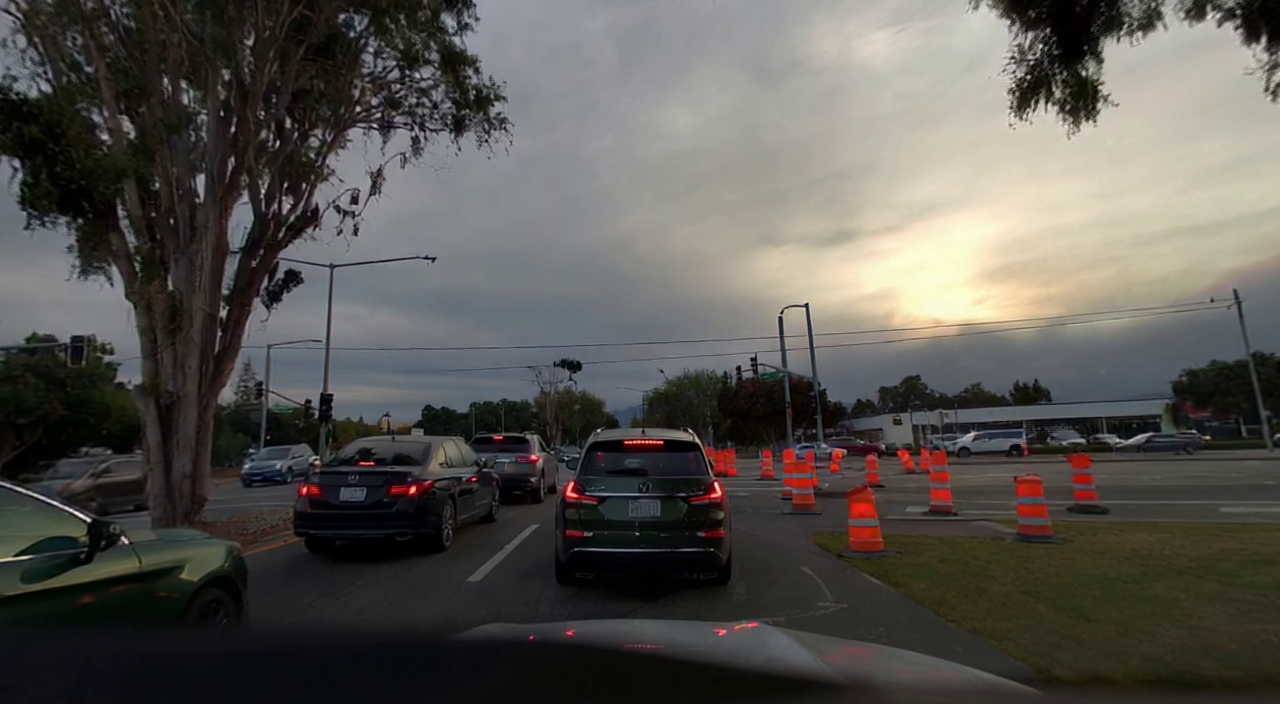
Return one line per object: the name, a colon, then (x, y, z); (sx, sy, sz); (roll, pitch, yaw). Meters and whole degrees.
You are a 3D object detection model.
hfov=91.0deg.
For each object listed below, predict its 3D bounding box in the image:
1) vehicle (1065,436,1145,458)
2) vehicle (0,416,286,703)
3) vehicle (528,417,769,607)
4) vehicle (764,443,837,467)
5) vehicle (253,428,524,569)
vehicle: (36.885, 7.530, 49.969); (4.791, 1.635, 1.857); (0, -9, 1)
vehicle: (-3.600, 0.947, 2.145); (1.964, 1.497, 4.722); (0, -9, 1)
vehicle: (0.110, 1.628, 7.214); (2.021, 1.560, 3.676); (0, -9, 1)
vehicle: (10.606, 6.833, 41.903); (4.579, 1.480, 1.819); (-1, -9, 12)
vehicle: (-3.272, 1.998, 9.450); (1.989, 1.541, 4.626); (0, -9, 2)
